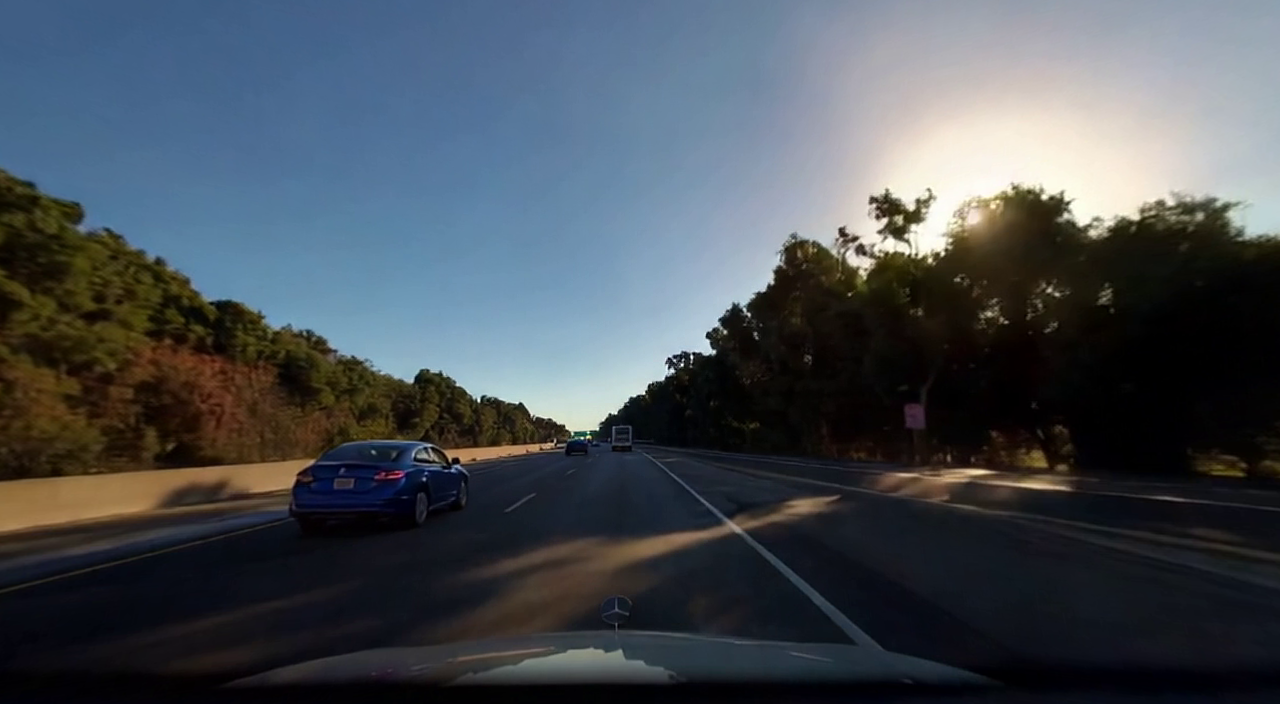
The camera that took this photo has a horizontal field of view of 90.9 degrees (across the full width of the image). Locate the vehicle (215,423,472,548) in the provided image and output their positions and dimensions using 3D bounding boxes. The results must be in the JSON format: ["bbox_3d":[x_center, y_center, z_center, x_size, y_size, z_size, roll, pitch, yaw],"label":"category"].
[{"bbox_3d":[-4.092,1.876,9.634,1.958,1.477,4.121,0,-8,-1],"label":"vehicle"}]

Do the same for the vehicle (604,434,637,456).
[{"bbox_3d":[-1.358,6.532,44.357,2.162,1.460,4.242,0,-8,-2],"label":"vehicle"}]
